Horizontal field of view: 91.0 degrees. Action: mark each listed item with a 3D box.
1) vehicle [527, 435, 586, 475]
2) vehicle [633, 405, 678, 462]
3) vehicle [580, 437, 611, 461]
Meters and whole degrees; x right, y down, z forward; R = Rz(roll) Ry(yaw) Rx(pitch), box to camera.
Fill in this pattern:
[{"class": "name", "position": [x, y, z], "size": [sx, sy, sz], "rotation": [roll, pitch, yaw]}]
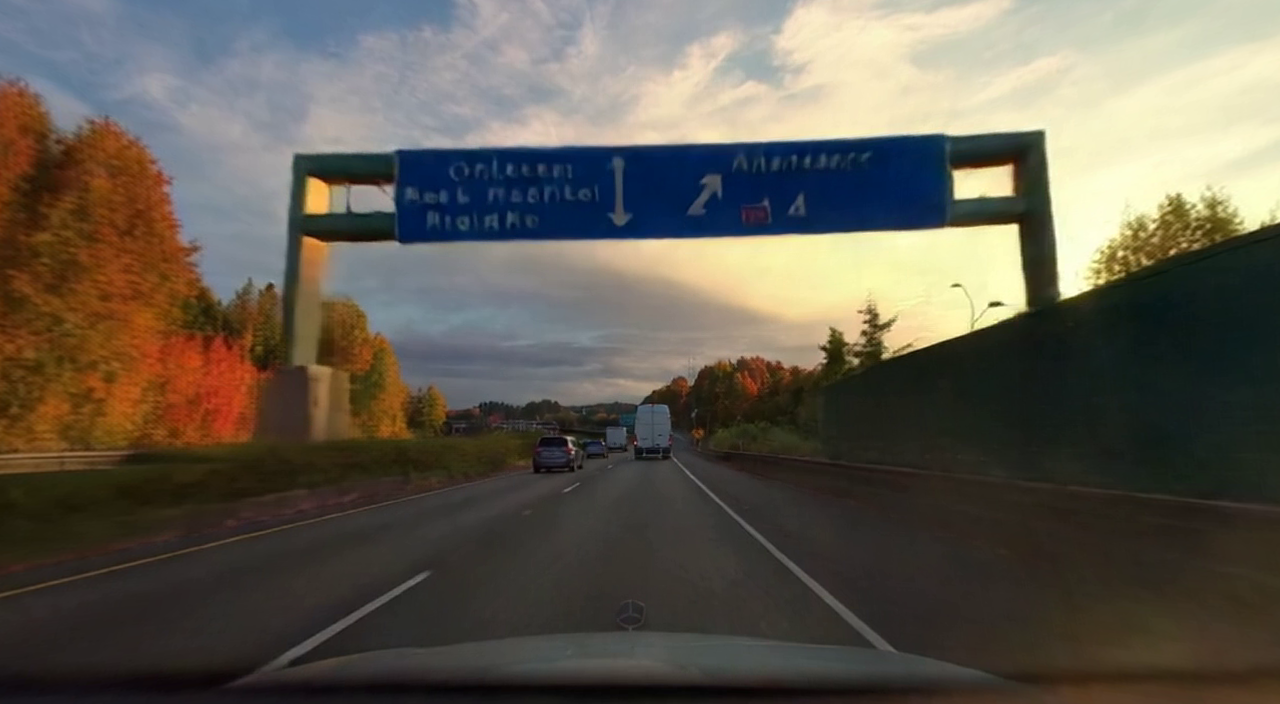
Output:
[{"class": "vehicle", "position": [-3.524, 4.403, 27.185], "size": [1.927, 1.556, 3.921], "rotation": [0, -8, 1]}, {"class": "vehicle", "position": [1.090, 6.031, 46.327], "size": [2.933, 3.701, 10.425], "rotation": [0, -8, 1]}, {"class": "vehicle", "position": [-3.138, 6.962, 45.273], "size": [1.962, 1.575, 4.158], "rotation": [0, -8, 0]}]
